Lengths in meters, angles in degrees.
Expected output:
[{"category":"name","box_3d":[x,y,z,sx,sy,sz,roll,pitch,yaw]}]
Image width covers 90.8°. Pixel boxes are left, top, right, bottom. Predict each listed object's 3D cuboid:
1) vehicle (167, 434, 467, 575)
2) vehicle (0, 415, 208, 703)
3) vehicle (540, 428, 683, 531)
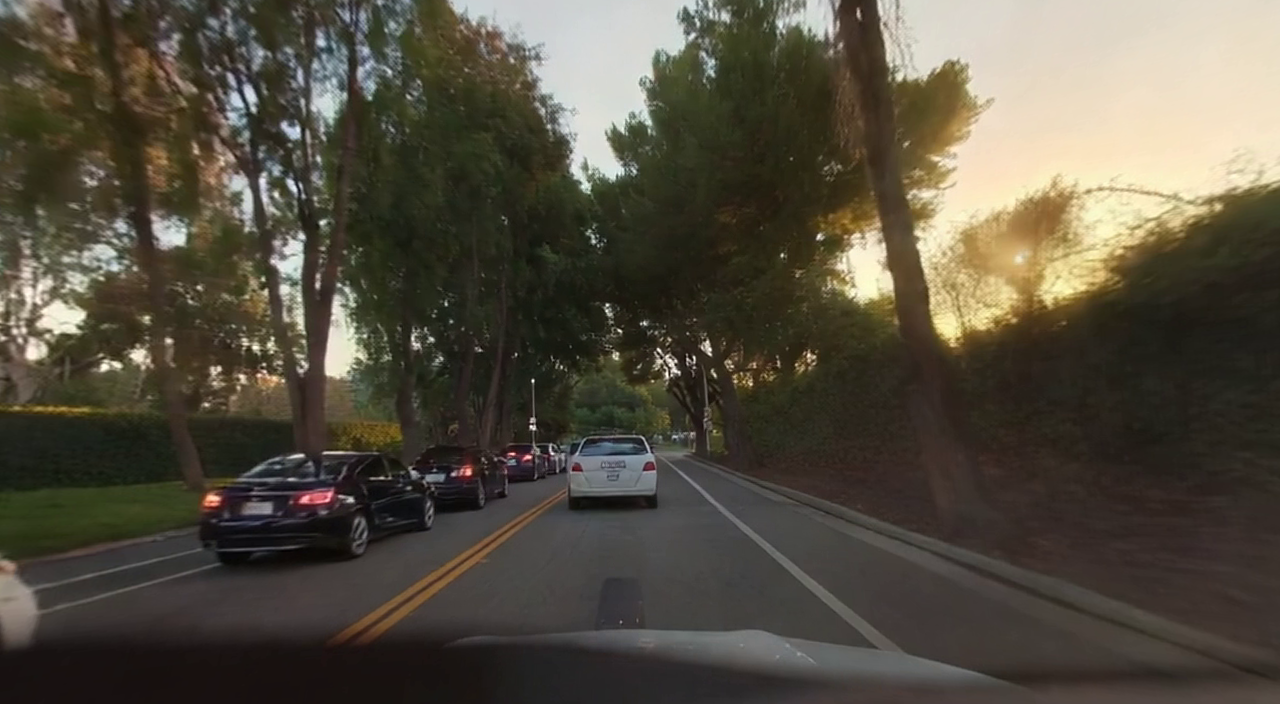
[{"category":"vehicle","box_3d":[-3.847,1.848,8.515,1.784,1.408,4.141,0,-8,1]},{"category":"vehicle","box_3d":[-3.907,0.868,1.794,1.968,1.459,4.734,0,-8,1]},{"category":"vehicle","box_3d":[-0.460,2.203,11.538,2.127,1.517,4.090,0,-8,-1]}]
